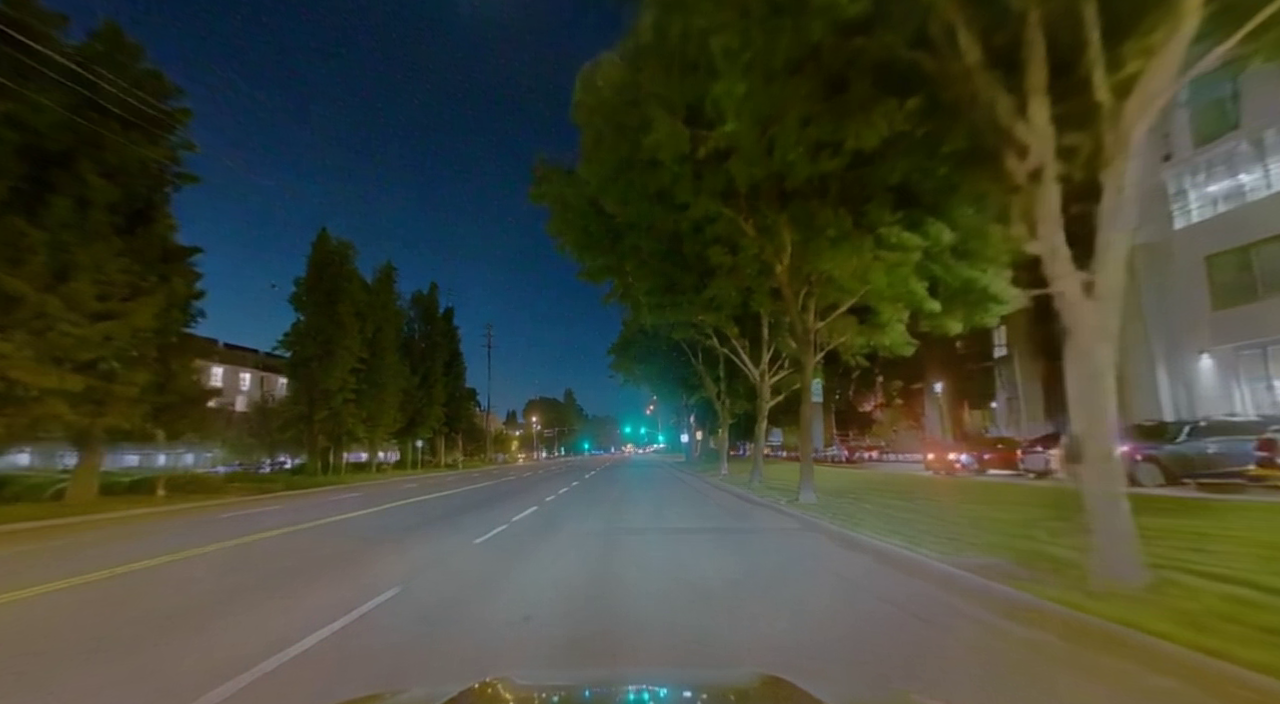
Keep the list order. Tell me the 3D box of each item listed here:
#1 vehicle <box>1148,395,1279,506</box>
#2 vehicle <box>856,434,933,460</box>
[{"bbox_3d":[13.711,1.920,12.853,4.771,2.010,2.142,-1,-8,-2],"label":"vehicle"},{"bbox_3d":[18.021,6.760,44.726,4.653,1.782,2.042,2,-9,-15],"label":"vehicle"}]
